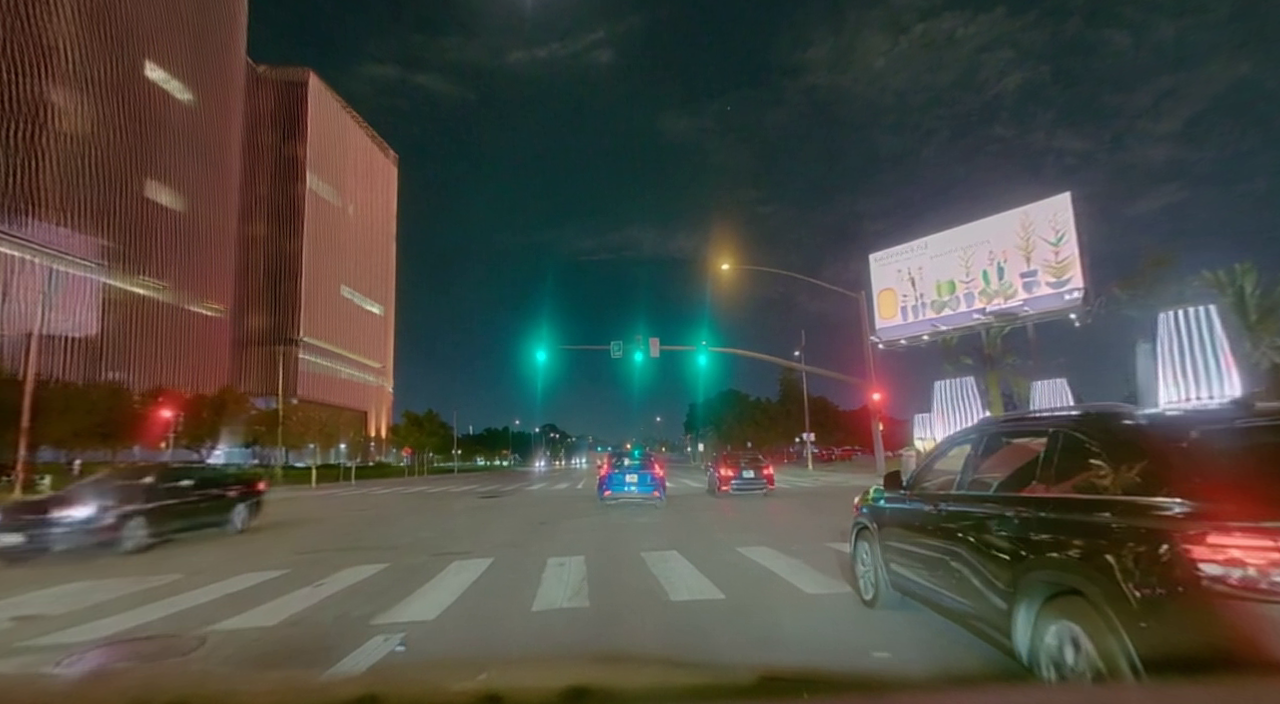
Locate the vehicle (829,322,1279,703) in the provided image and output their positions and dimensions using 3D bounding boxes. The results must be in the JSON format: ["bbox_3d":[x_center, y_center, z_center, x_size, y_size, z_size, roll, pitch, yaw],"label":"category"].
[{"bbox_3d":[2.982,1.102,4.172,2.047,1.785,4.357,0,-9,-1],"label":"vehicle"}]

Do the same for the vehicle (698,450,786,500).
[{"bbox_3d":[3.173,3.913,20.600,2.009,1.414,4.416,0,-9,-2],"label":"vehicle"}]

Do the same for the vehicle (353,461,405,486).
[{"bbox_3d":[-19.206,8.973,46.741,1.942,1.628,4.721,0,-9,-1],"label":"vehicle"}]

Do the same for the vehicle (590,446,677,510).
[{"bbox_3d":[-0.206,3.353,17.303,2.095,1.502,3.873,0,-9,-2],"label":"vehicle"}]

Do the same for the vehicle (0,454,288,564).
[{"bbox_3d":[-8.672,2.642,11.476,1.879,1.510,4.619,0,-9,0],"label":"vehicle"}]
